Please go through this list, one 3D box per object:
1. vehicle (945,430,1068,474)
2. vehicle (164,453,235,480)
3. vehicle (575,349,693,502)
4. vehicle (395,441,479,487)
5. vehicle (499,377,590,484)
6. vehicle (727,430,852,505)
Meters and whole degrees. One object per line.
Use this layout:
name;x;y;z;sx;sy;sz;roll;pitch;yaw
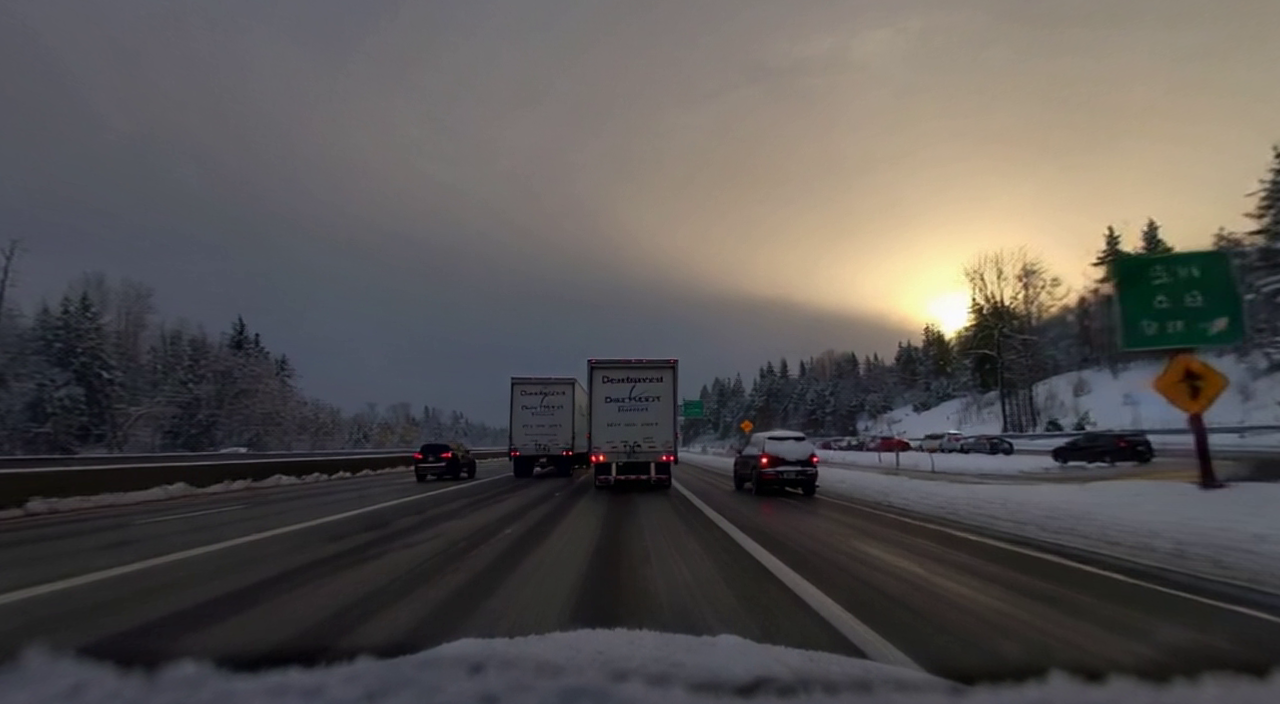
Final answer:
vehicle;16.653;4.600;29.186;2.128;1.783;5.718;0;-9;-2
vehicle;-24.528;6.360;35.314;1.531;1.398;3.365;0;-9;0
vehicle;-0.219;2.536;20.731;2.910;3.828;9.805;0;-9;-1
vehicle;-8.163;4.531;25.922;2.017;1.694;4.420;0;-9;-1
vehicle;-4.120;3.858;30.063;2.888;4.154;10.960;0;-9;-1
vehicle;3.869;3.087;17.332;2.136;1.753;4.644;0;-9;-2
